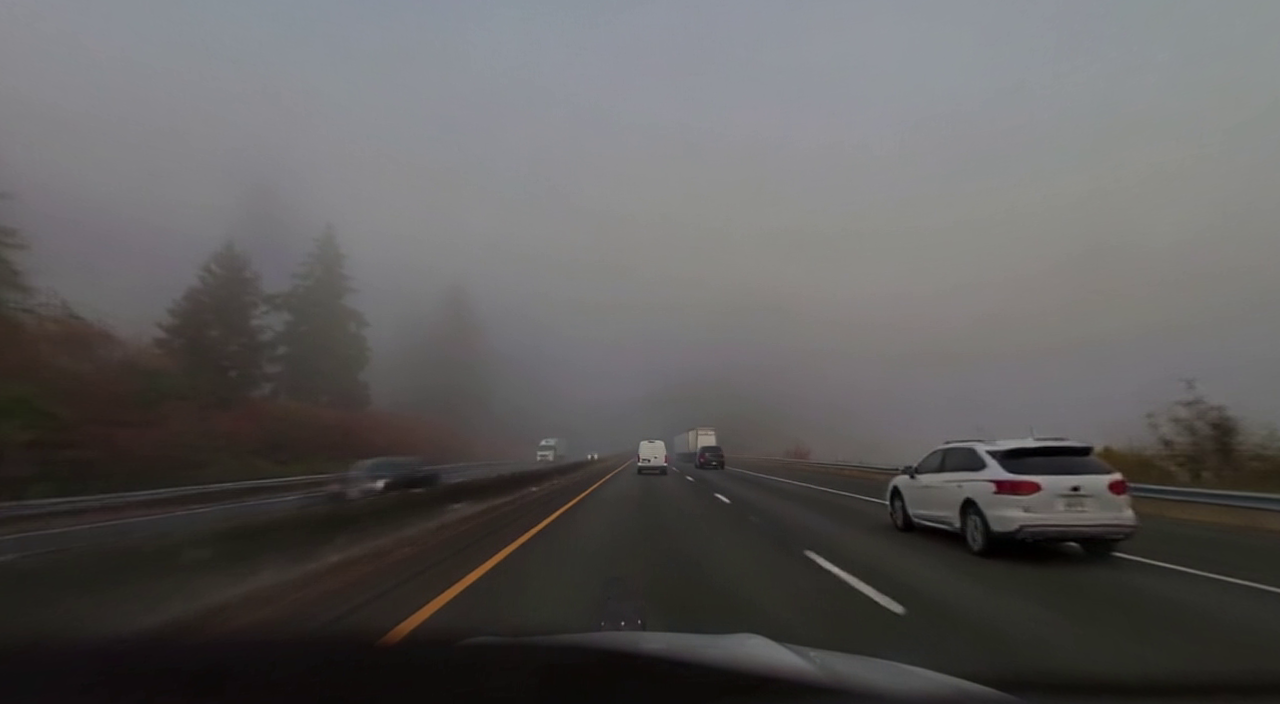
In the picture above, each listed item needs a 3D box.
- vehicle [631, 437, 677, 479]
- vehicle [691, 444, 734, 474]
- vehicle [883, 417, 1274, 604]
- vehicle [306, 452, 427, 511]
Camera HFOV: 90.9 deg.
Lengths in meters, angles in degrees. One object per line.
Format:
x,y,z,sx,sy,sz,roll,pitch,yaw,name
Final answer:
0.664,5.285,31.627,2.143,1.925,4.101,0,-9,0,vehicle
4.272,6.338,37.652,1.961,1.689,3.971,0,-9,-1,vehicle
4.399,1.611,7.149,1.868,1.566,3.509,0,-9,0,vehicle
-8.260,3.916,19.484,1.920,1.570,3.956,0,-9,0,vehicle
